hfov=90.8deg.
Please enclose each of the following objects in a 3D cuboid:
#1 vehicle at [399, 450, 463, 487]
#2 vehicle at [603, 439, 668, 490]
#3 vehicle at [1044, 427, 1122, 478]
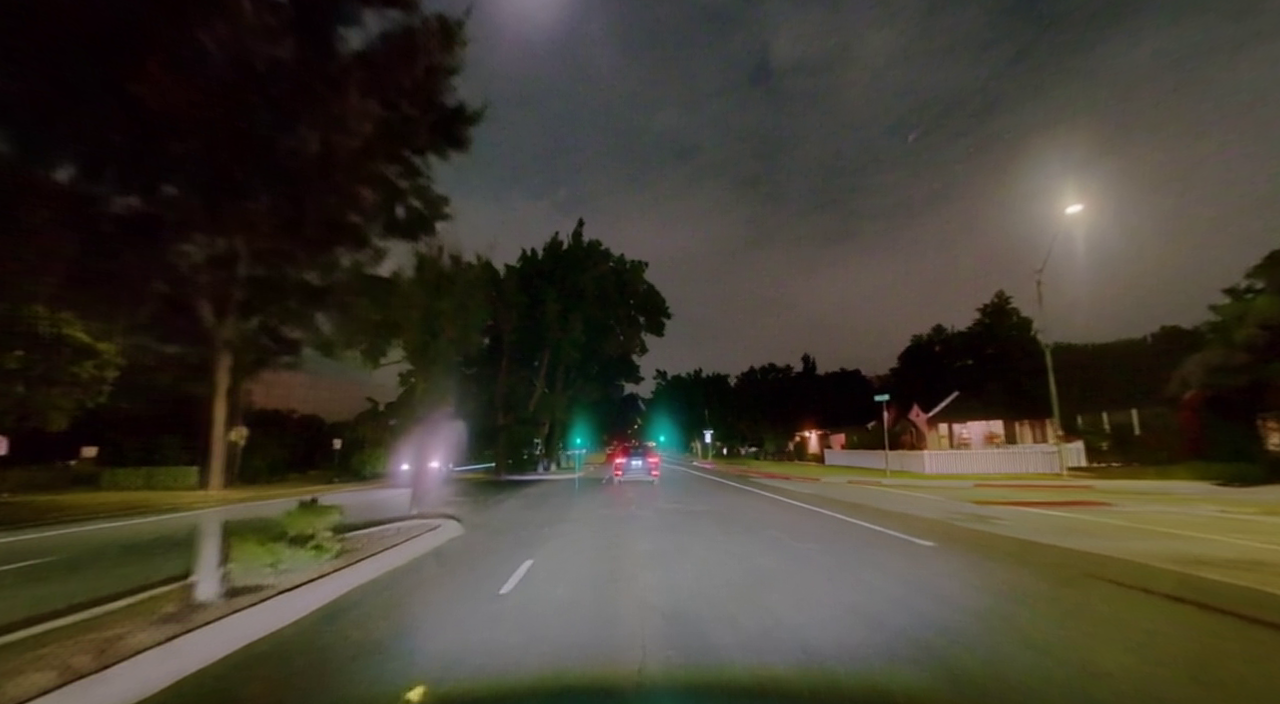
[{"bbox_3d":[-9.321,5.189,28.454,1.861,1.516,3.752,1,-8,-5],"label":"vehicle"},{"bbox_3d":[-0.143,3.933,22.435,2.106,1.655,3.717,0,-8,0],"label":"vehicle"},{"bbox_3d":[17.568,3.923,24.956,2.128,1.771,4.721,-6,-10,38],"label":"vehicle"}]
